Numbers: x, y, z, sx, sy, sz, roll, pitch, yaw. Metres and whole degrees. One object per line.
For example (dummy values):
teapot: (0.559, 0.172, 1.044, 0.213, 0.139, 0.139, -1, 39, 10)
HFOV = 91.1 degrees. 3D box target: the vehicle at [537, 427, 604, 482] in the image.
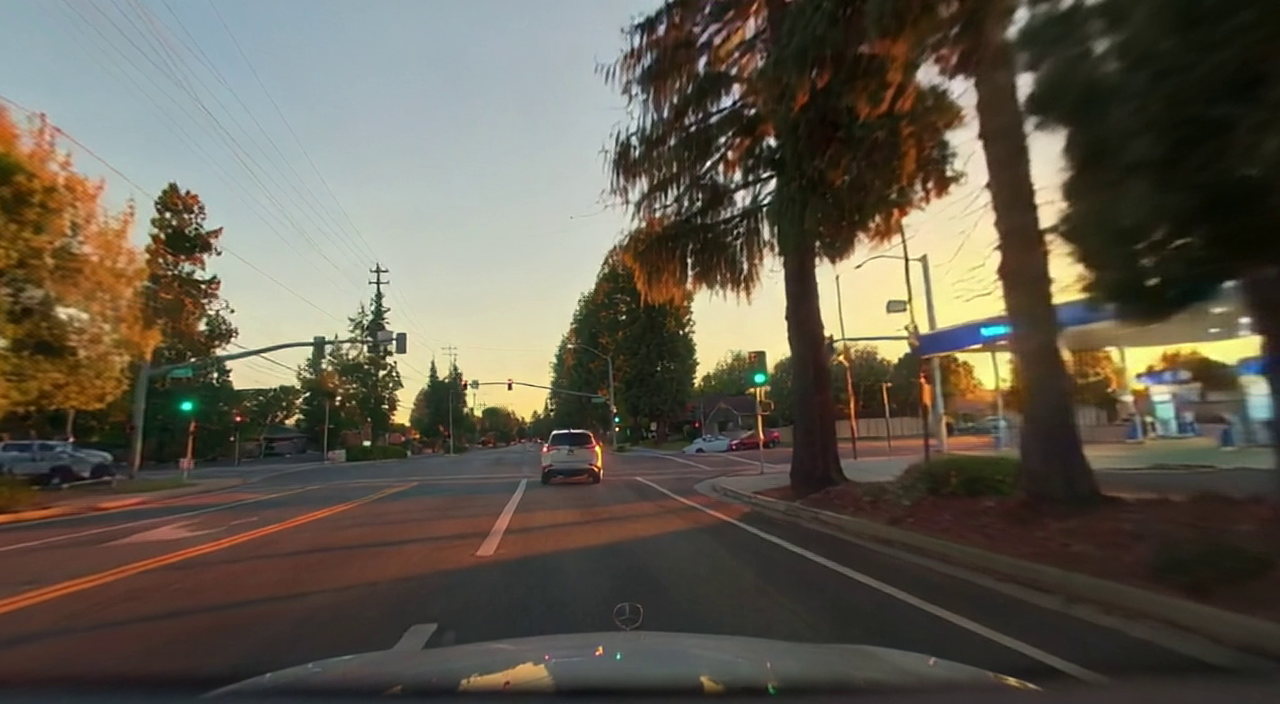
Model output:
vehicle: (-2.693, 3.909, 24.096, 2.300, 1.868, 4.690, 1, -9, -7)

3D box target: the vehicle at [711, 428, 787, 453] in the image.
vehicle: (7.972, 6.533, 46.252, 5.149, 1.725, 1.964, 0, -8, -7)
